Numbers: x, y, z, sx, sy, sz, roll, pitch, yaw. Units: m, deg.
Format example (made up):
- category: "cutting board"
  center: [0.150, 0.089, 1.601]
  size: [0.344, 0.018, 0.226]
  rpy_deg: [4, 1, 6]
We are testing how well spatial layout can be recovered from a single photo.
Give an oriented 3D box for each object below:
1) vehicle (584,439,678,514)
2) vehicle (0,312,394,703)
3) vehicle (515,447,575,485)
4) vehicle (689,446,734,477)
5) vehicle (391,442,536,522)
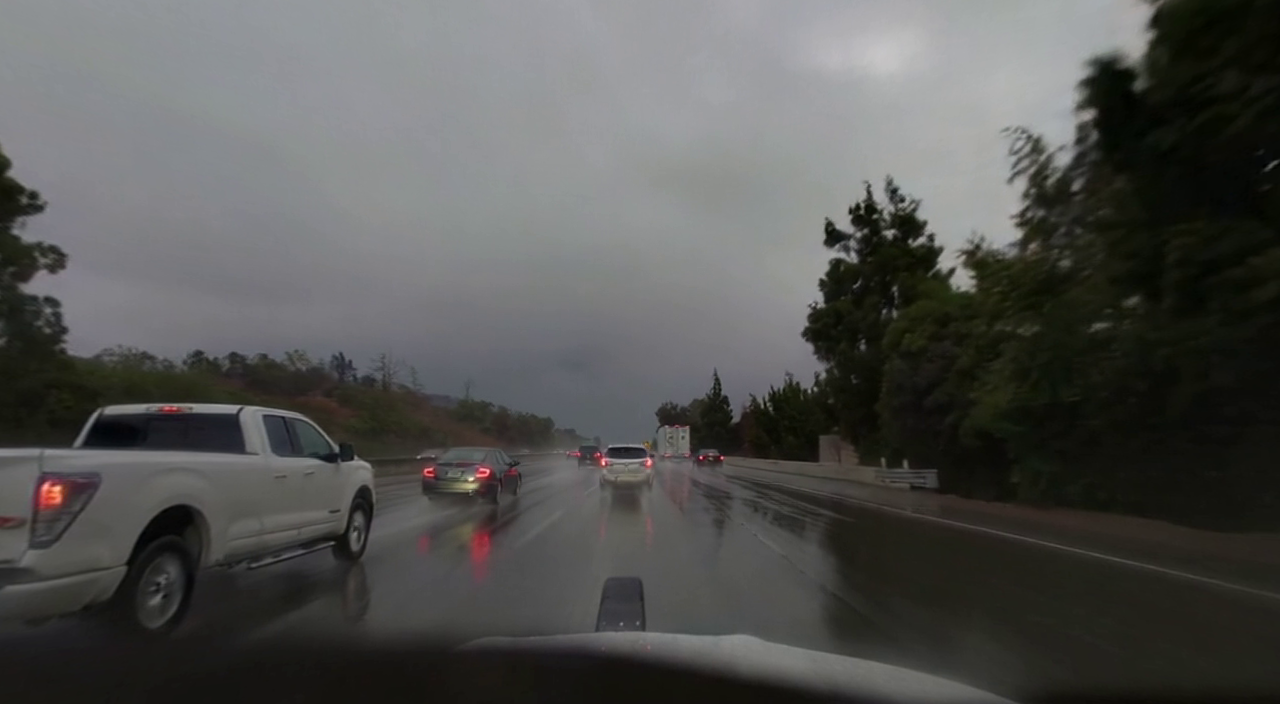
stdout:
- category: "vehicle"
  center: [-0.207, 2.922, 15.200]
  size: [1.996, 1.574, 3.426]
  rpy_deg: [0, -9, 0]
- category: "vehicle"
  center: [-3.886, 1.070, 4.532]
  size: [2.243, 1.889, 4.949]
  rpy_deg: [0, -9, 0]
- category: "vehicle"
  center: [-3.965, 4.846, 27.054]
  size: [1.999, 1.484, 4.269]
  rpy_deg: [0, -9, -1]
- category: "vehicle"
  center: [3.716, 5.772, 33.388]
  size: [1.858, 1.537, 3.838]
  rpy_deg: [0, -9, -2]
- category: "vehicle"
  center: [-3.733, 2.824, 14.281]
  size: [1.988, 1.501, 4.438]
  rpy_deg: [0, -9, 0]
